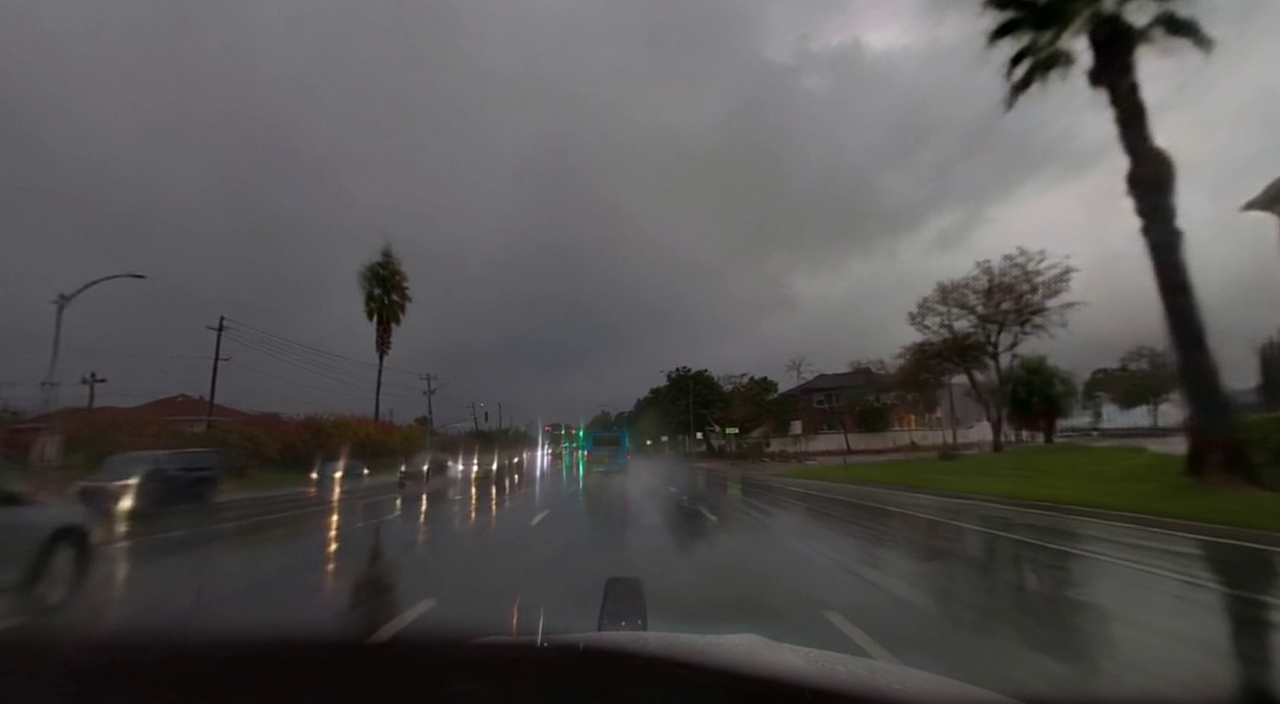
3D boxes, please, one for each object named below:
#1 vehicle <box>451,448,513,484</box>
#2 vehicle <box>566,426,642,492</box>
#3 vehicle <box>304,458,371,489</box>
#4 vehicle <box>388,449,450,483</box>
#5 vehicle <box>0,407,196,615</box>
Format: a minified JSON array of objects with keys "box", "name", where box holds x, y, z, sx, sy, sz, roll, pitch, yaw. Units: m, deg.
[{"box":[-7.515,5.444,30.311,2.016,1.576,4.215,0,-9,-2],"name":"vehicle"},{"box":[-1.506,4.037,23.943,2.507,2.161,6.049,1,-9,-6],"name":"vehicle"},{"box":[-16.501,6.609,34.447,1.971,1.518,3.772,1,-9,-3],"name":"vehicle"},{"box":[-13.260,6.811,37.932,2.213,1.857,4.830,1,-9,-3],"name":"vehicle"},{"box":[-6.354,1.281,5.010,2.235,1.682,4.662,0,-9,-1],"name":"vehicle"}]
